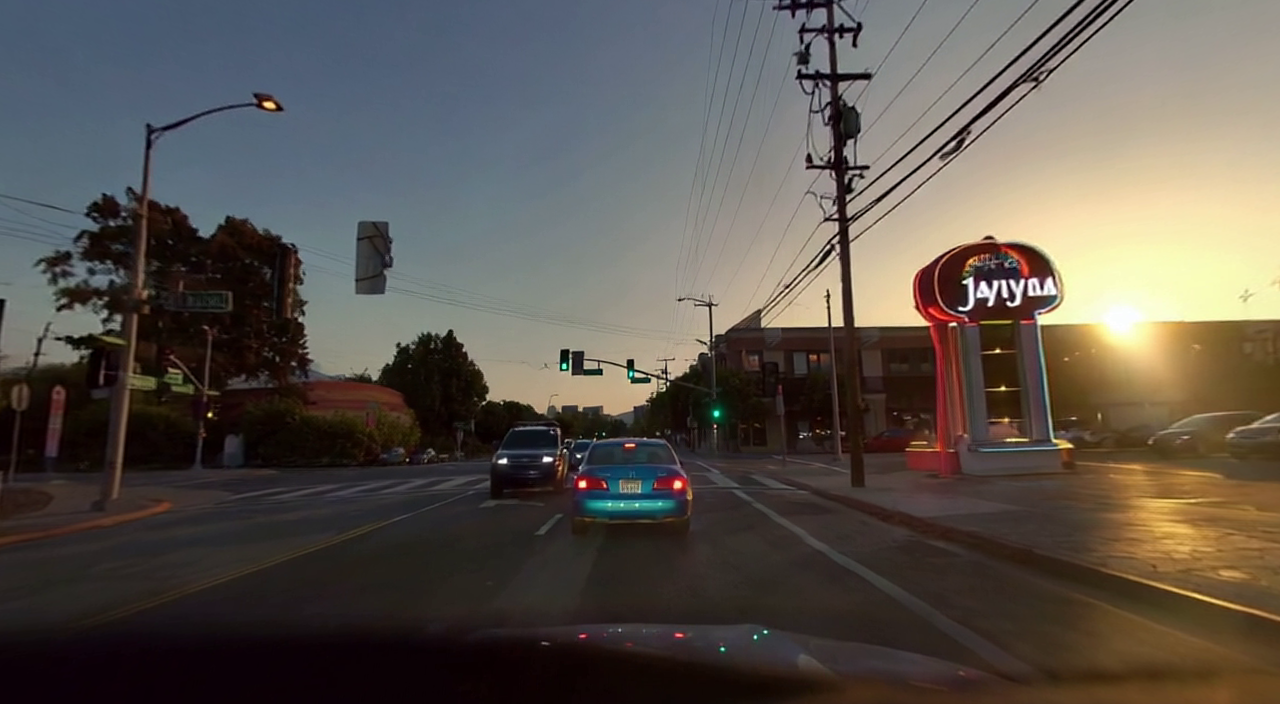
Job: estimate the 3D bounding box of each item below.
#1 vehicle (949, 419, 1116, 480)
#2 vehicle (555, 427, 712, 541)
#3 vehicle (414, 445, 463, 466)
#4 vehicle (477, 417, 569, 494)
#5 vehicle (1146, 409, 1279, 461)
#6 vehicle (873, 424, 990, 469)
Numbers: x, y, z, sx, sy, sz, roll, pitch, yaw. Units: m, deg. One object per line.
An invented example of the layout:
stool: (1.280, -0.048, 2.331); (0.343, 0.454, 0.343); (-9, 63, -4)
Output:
vehicle: (10.537, 2.668, 17.385); (1.888, 1.455, 4.268); (0, -8, 1)
vehicle: (-0.146, 2.060, 10.517); (2.070, 1.481, 4.216); (0, -8, -2)
vehicle: (-15.584, 7.941, 48.584); (2.111, 1.511, 4.641); (6, -10, -37)
vehicle: (-3.104, 2.864, 17.685); (2.106, 1.852, 4.512); (1, -8, -5)
vehicle: (18.704, 2.711, 20.385); (4.446, 1.511, 1.977); (4, -10, -29)
vehicle: (10.631, 3.494, 23.433); (1.842, 1.471, 4.481); (1, -8, -6)
